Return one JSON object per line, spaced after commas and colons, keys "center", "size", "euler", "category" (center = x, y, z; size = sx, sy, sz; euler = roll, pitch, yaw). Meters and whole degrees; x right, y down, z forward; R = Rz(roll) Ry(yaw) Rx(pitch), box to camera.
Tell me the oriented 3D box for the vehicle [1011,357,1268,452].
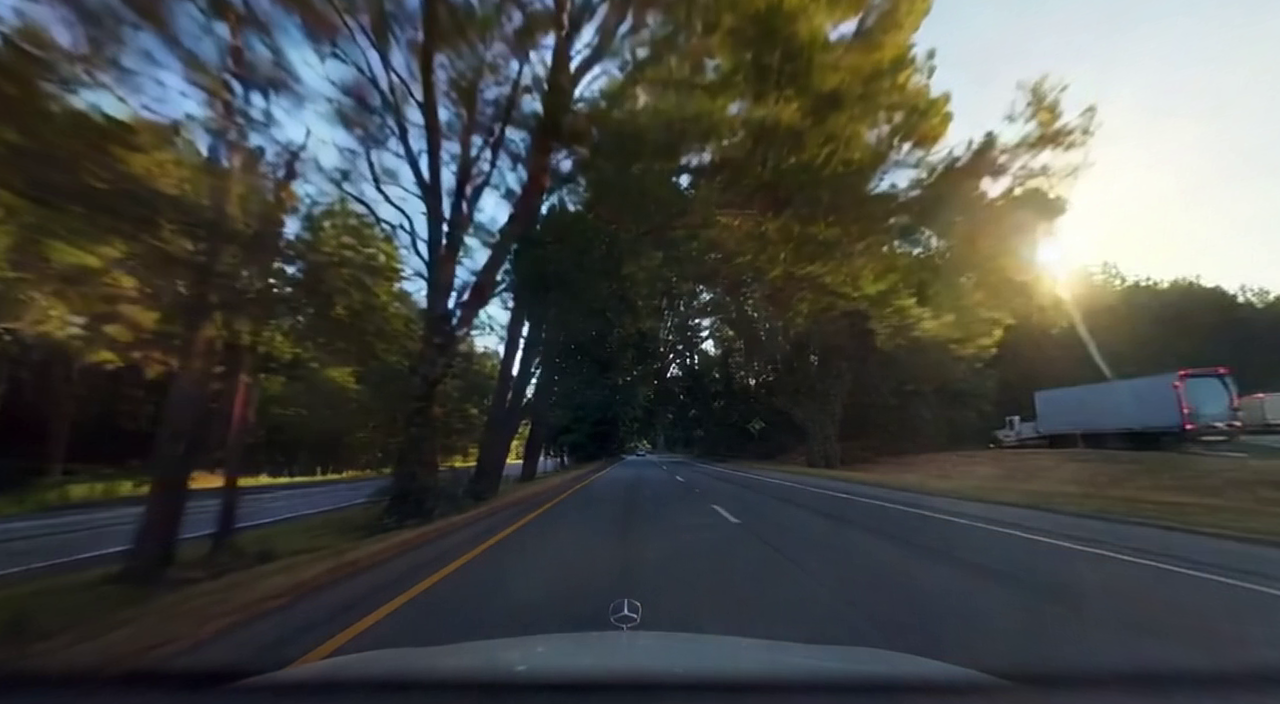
{"center": [25.783, 3.347, 34.383], "size": [2.909, 4.099, 14.187], "euler": [0, -9, 2], "category": "vehicle"}
